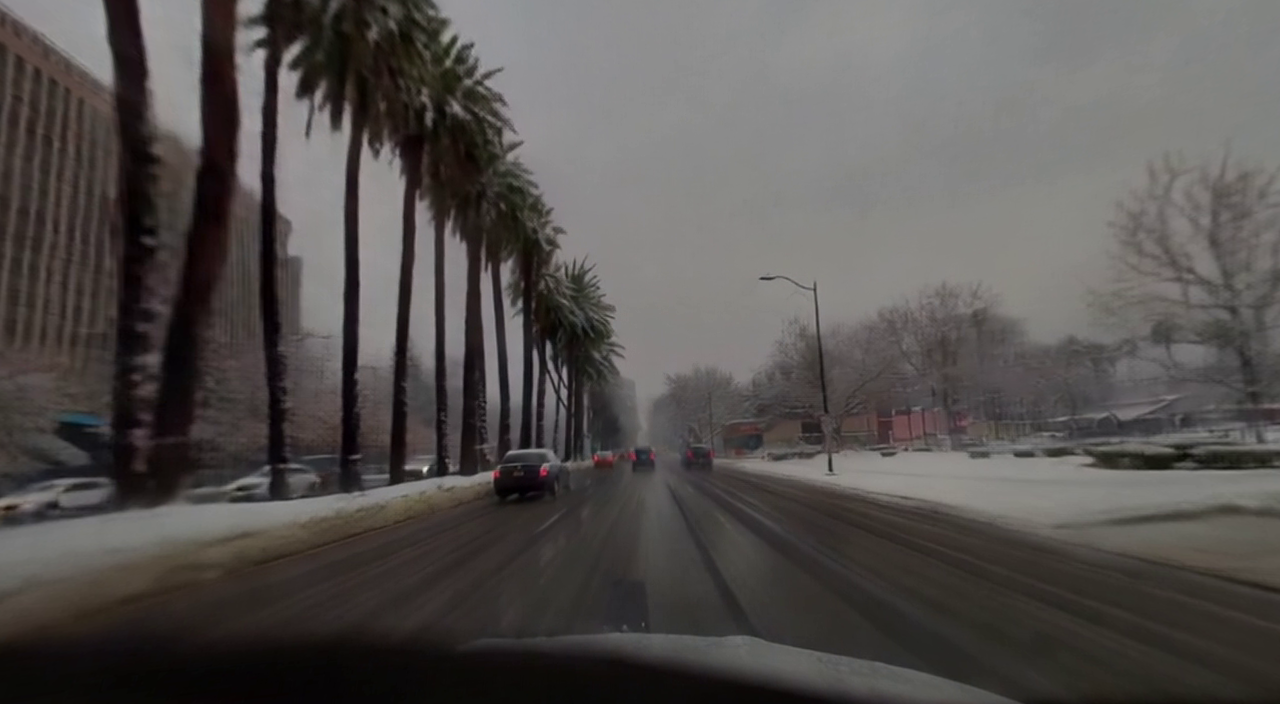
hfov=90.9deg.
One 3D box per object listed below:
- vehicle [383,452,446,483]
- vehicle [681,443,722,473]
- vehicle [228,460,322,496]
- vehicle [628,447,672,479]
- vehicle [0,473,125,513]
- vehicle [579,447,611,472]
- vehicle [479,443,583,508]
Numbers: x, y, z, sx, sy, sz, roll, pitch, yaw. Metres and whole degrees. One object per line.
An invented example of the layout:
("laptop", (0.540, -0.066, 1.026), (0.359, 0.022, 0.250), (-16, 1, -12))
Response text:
("vehicle", (-13.666, 7.000, 38.495), (2.096, 1.721, 4.628), (0, -9, 1))
("vehicle", (3.821, 6.719, 40.075), (2.108, 1.785, 4.334), (0, -9, -1))
("vehicle", (-17.370, 5.987, 30.237), (1.870, 1.511, 4.358), (0, -9, 0))
("vehicle", (0.488, 5.656, 32.368), (2.147, 1.507, 3.953), (0, -9, 0))
("vehicle", (-27.024, 6.501, 29.395), (1.875, 1.467, 4.747), (0, -9, 1))
("vehicle", (-3.250, 7.892, 46.539), (2.168, 1.719, 4.283), (0, -9, -2))
("vehicle", (-2.767, 3.244, 17.103), (1.908, 1.505, 4.369), (-1, -9, 2))
